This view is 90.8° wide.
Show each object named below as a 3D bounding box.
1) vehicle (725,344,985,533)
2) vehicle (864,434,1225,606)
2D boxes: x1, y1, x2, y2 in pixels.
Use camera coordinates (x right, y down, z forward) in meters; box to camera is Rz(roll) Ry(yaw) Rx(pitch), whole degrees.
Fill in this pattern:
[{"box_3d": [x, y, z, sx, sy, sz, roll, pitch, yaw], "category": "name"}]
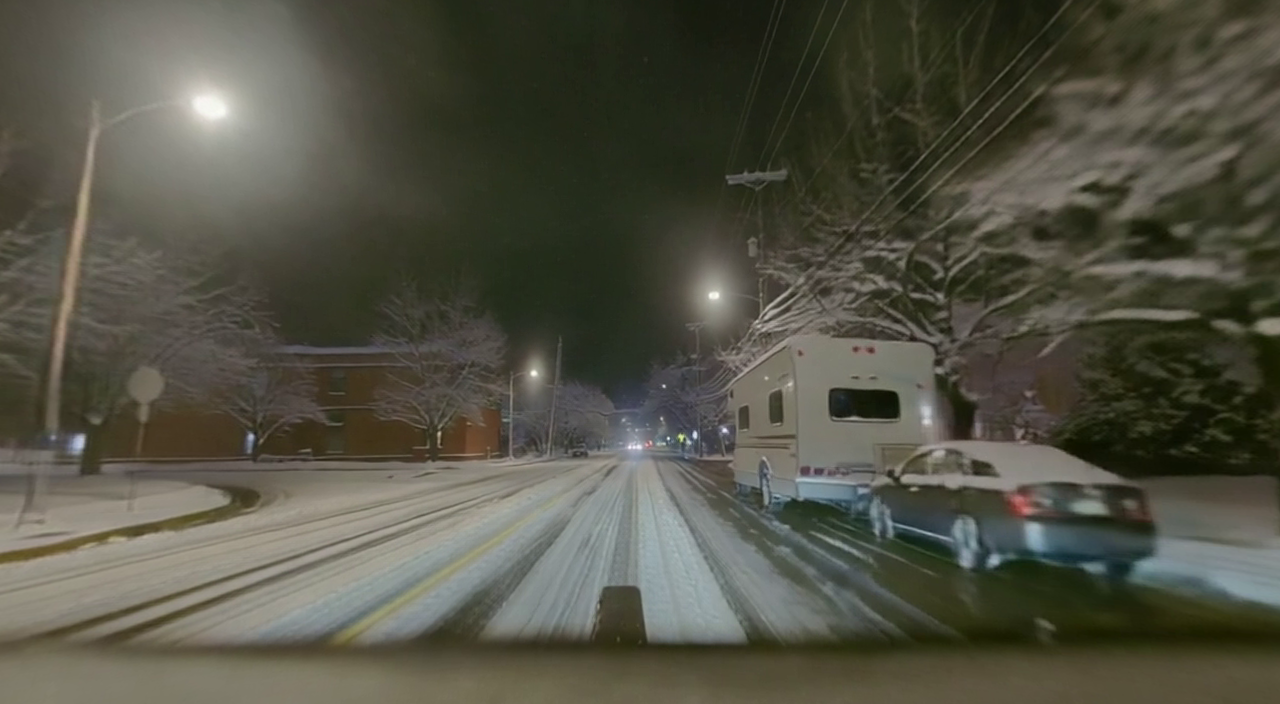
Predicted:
[{"box_3d": [4.253, 2.117, 15.263, 3.110, 3.241, 8.788, 0, -9, -1], "category": "vehicle"}, {"box_3d": [4.422, 1.835, 7.750, 1.852, 1.497, 3.672, -2, -8, -2], "category": "vehicle"}]
